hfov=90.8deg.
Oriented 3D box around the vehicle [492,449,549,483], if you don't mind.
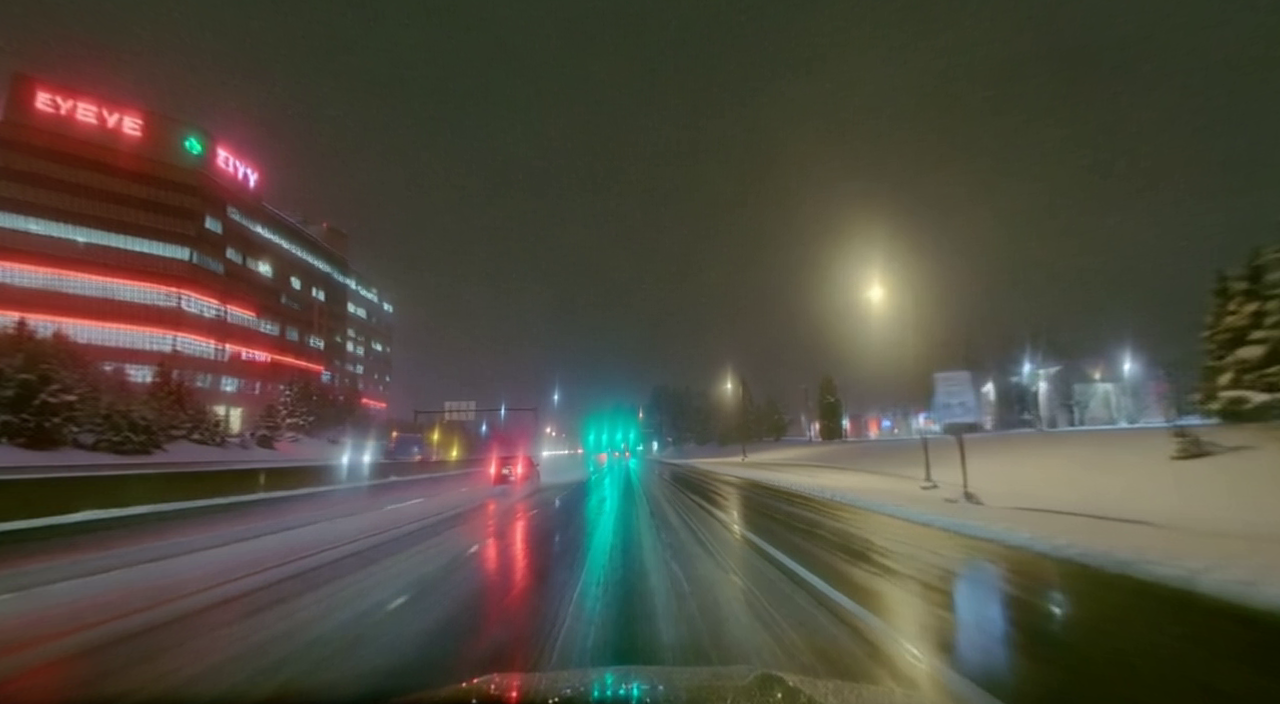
[{"bbox_3d":[-5.751,5.534,30.987,1.943,1.510,4.201,0,-9,0],"label":"vehicle"}]
